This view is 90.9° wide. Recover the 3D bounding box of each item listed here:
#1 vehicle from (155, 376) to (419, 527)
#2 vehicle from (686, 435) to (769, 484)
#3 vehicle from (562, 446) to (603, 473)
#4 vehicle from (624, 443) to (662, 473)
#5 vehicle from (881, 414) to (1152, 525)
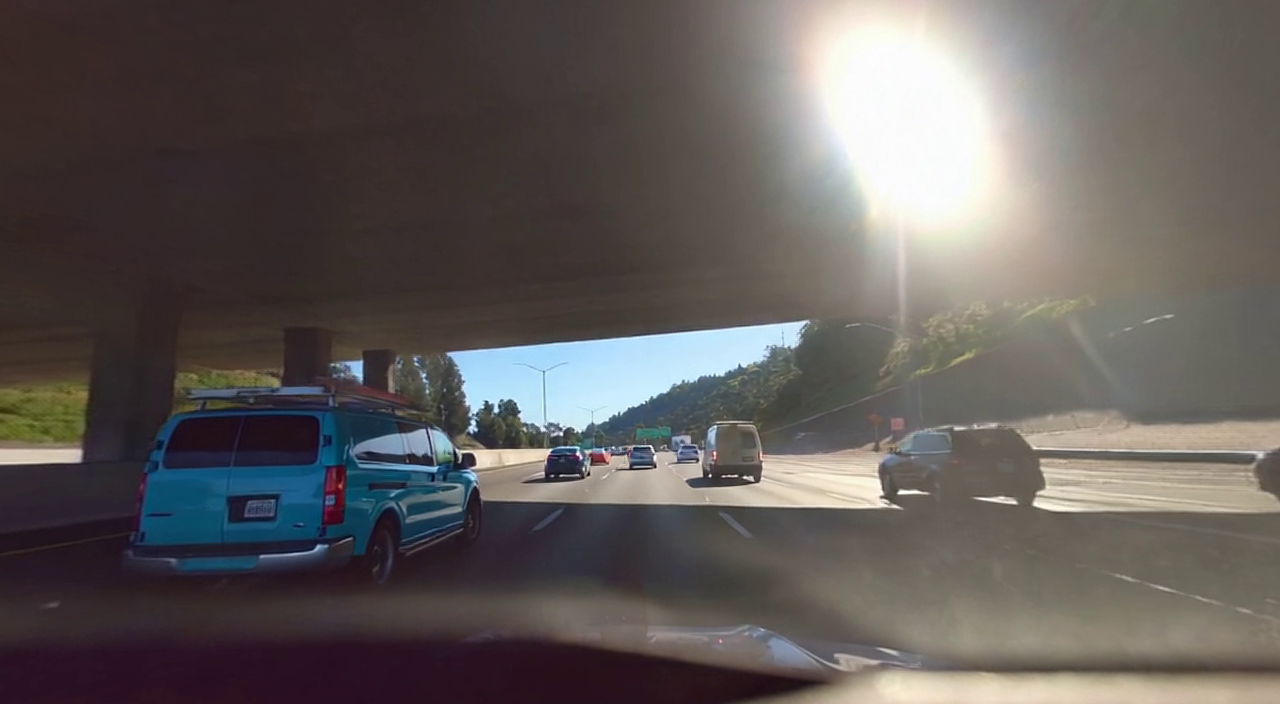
[{"bbox_3d":[-7.544,2.275,14.720,2.336,2.708,6.421,0,-9,1],"label":"vehicle"},{"bbox_3d":[3.645,4.641,27.556,2.777,1.895,5.710,0,-9,0],"label":"vehicle"},{"bbox_3d":[-3.341,6.340,37.415,1.970,1.483,4.071,0,-9,1],"label":"vehicle"},{"bbox_3d":[0.165,6.166,36.837,2.115,1.617,4.102,0,-9,0],"label":"vehicle"},{"bbox_3d":[7.468,2.416,13.569,2.304,1.840,5.706,0,-9,0],"label":"vehicle"}]
